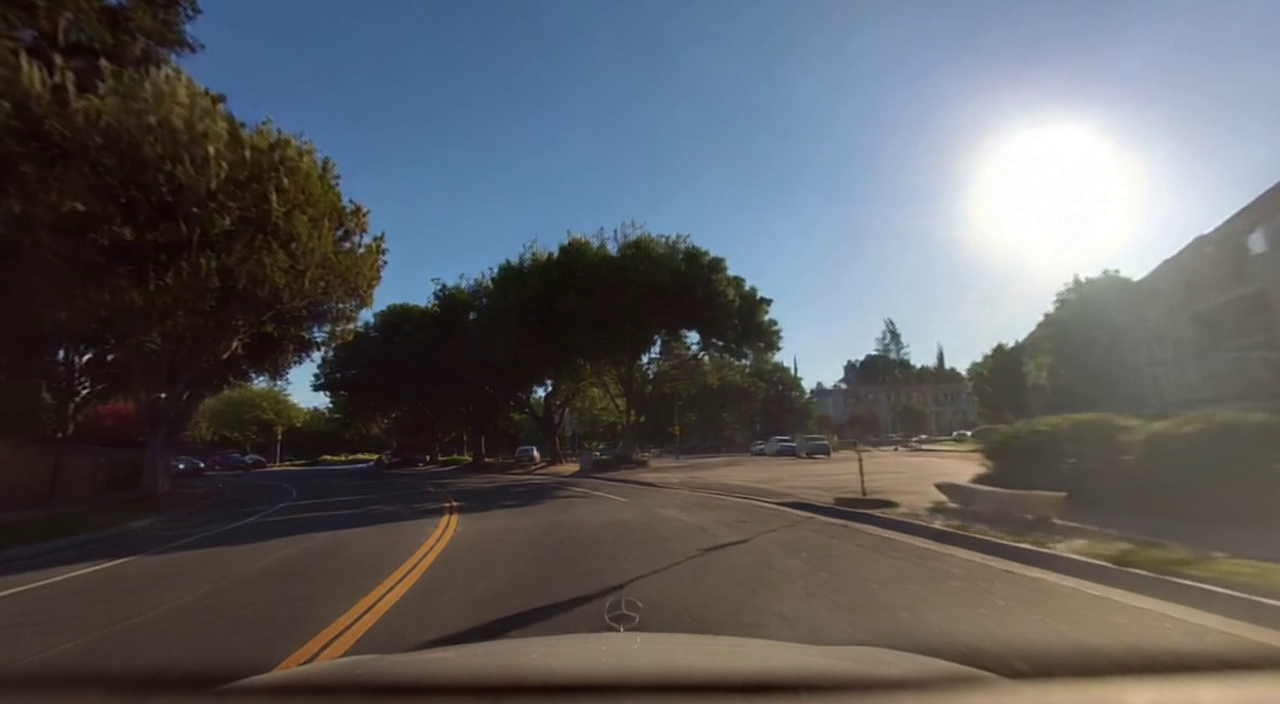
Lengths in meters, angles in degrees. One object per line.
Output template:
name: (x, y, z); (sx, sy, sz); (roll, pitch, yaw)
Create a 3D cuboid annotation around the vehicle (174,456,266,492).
vehicle: (-20.766, 5.884, 31.031); (2.772, 1.161, 7.241); (3, -8, -41)

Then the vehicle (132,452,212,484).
vehicle: (-28.098, 6.891, 37.884); (4.946, 1.537, 2.206); (-4, -7, 34)

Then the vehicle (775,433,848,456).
vehicle: (11.233, 6.117, 41.603); (4.462, 1.474, 1.765); (-2, -9, 9)
